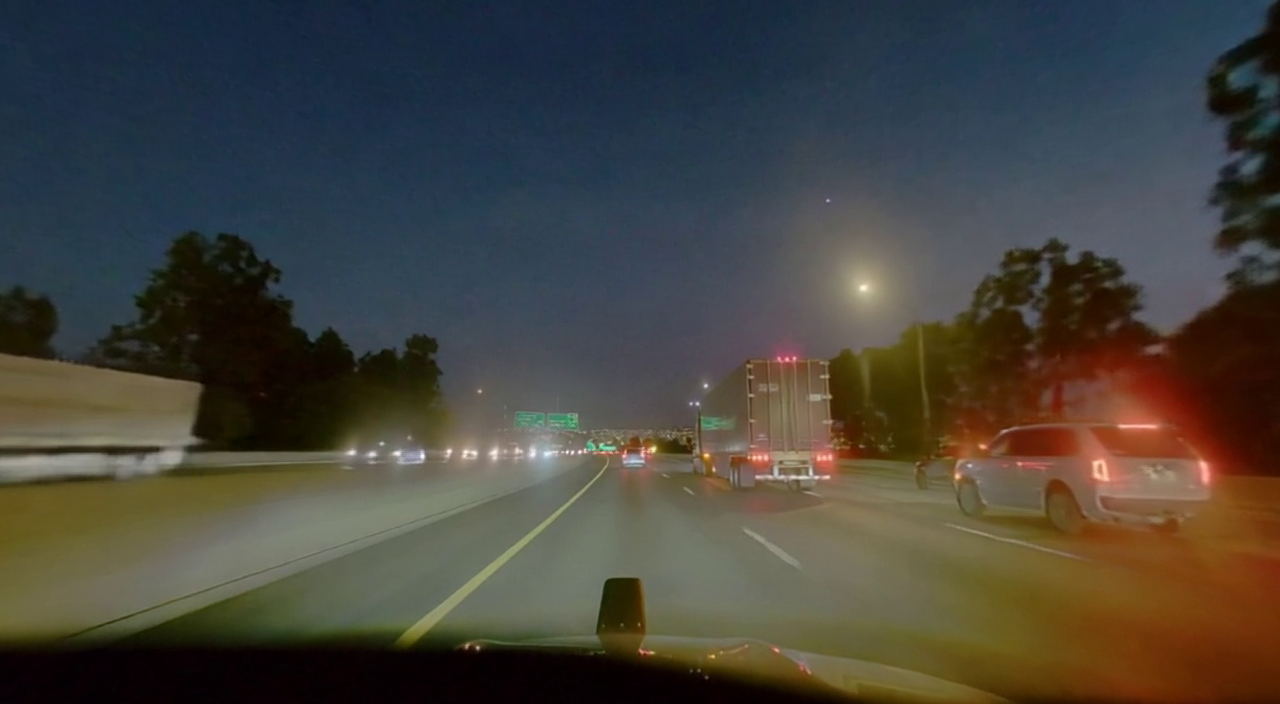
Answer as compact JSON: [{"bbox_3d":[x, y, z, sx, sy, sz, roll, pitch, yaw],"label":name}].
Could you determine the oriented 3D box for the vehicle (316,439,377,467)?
[{"bbox_3d":[-16.507,5.702,35.566,1.731,1.512,3.543,0,-9,0],"label":"vehicle"}]

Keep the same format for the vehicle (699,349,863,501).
[{"bbox_3d":[4.341,2.983,23.596,2.890,4.006,14.039,0,-9,0],"label":"vehicle"}]

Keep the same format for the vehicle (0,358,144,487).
[{"bbox_3d":[-15.690,1.644,14.450,2.609,2.862,7.328,0,-9,0],"label":"vehicle"}]

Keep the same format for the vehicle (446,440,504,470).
[{"bbox_3d":[-8.720,5.496,33.709,1.952,1.500,4.487,0,-9,0],"label":"vehicle"}]

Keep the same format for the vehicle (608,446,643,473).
[{"bbox_3d":[-0.929,6.958,40.880,2.111,1.599,3.859,0,-9,-1],"label":"vehicle"}]

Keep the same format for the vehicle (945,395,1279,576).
[{"bbox_3d":[6.797,1.780,9.155,2.128,1.872,5.043,0,-9,0],"label":"vehicle"}]

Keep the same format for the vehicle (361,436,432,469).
[{"bbox_3d":[-12.614,5.264,32.992,2.034,1.600,4.304,0,-9,0],"label":"vehicle"}]
